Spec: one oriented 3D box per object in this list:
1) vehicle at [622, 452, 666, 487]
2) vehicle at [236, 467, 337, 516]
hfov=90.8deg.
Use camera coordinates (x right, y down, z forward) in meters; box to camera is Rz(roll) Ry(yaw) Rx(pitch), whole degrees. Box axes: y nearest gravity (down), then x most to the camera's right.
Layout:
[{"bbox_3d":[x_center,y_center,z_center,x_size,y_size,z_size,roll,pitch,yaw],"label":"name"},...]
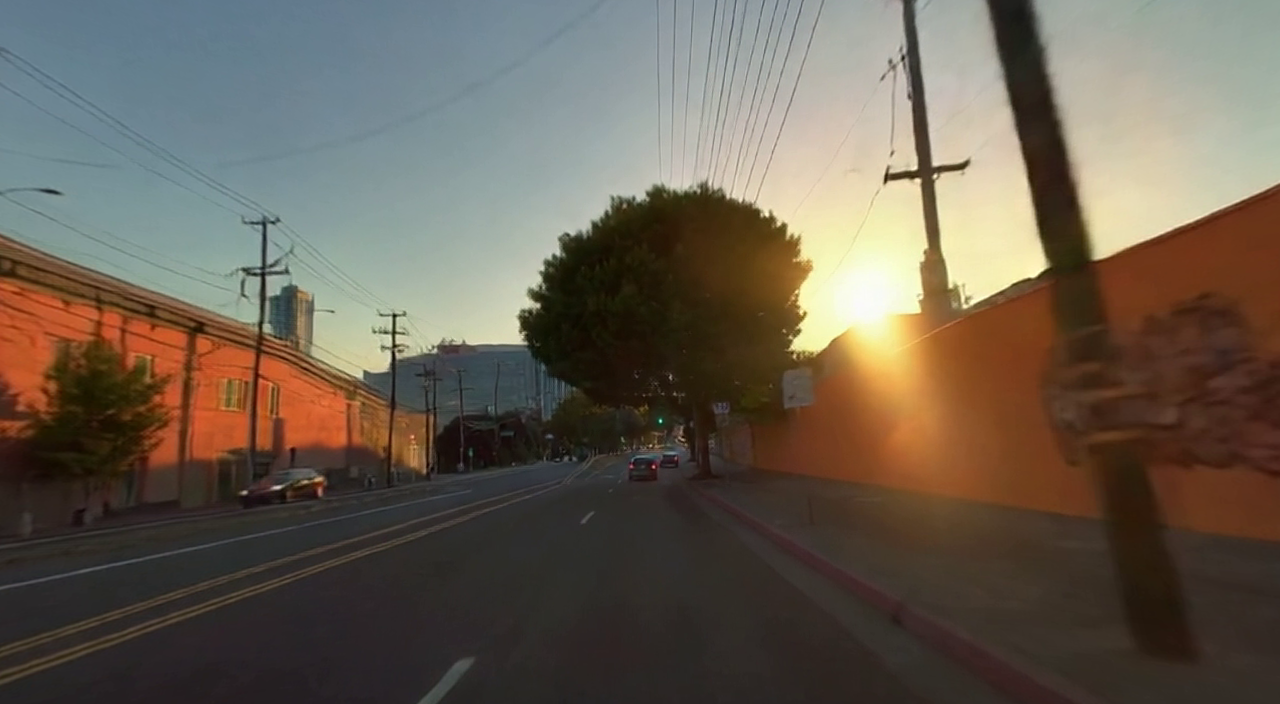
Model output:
[{"bbox_3d":[0.236,5.998,32.545,2.105,1.611,3.750,-1,-9,1],"label":"vehicle"},{"bbox_3d":[-15.763,6.194,28.492,1.952,1.698,4.493,-5,-9,1],"label":"vehicle"}]
